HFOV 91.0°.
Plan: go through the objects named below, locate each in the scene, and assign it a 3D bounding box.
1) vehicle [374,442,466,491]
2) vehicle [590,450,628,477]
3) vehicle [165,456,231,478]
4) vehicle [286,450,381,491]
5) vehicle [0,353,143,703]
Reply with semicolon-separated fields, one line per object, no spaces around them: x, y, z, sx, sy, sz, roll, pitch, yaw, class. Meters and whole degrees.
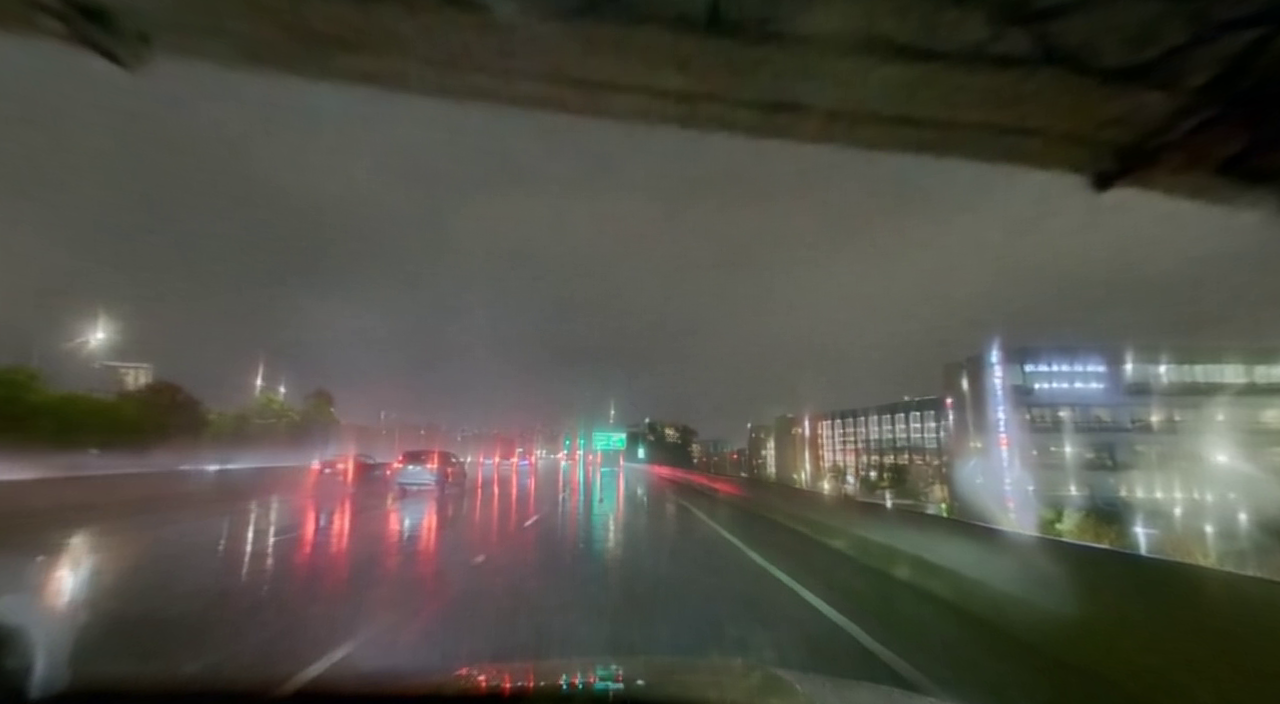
-8.363;4.389;24.412;2.065;1.689;4.399;0;-9;-2;vehicle
-1.835;6.587;37.446;2.110;1.501;4.319;0;-9;-3;vehicle
-33.415;8.725;47.776;1.962;1.510;4.431;0;-9;-3;vehicle
-12.254;4.735;25.486;1.936;1.501;3.900;0;-9;-2;vehicle
-3.574;0.616;0.851;2.036;1.717;4.592;0;-9;0;vehicle
